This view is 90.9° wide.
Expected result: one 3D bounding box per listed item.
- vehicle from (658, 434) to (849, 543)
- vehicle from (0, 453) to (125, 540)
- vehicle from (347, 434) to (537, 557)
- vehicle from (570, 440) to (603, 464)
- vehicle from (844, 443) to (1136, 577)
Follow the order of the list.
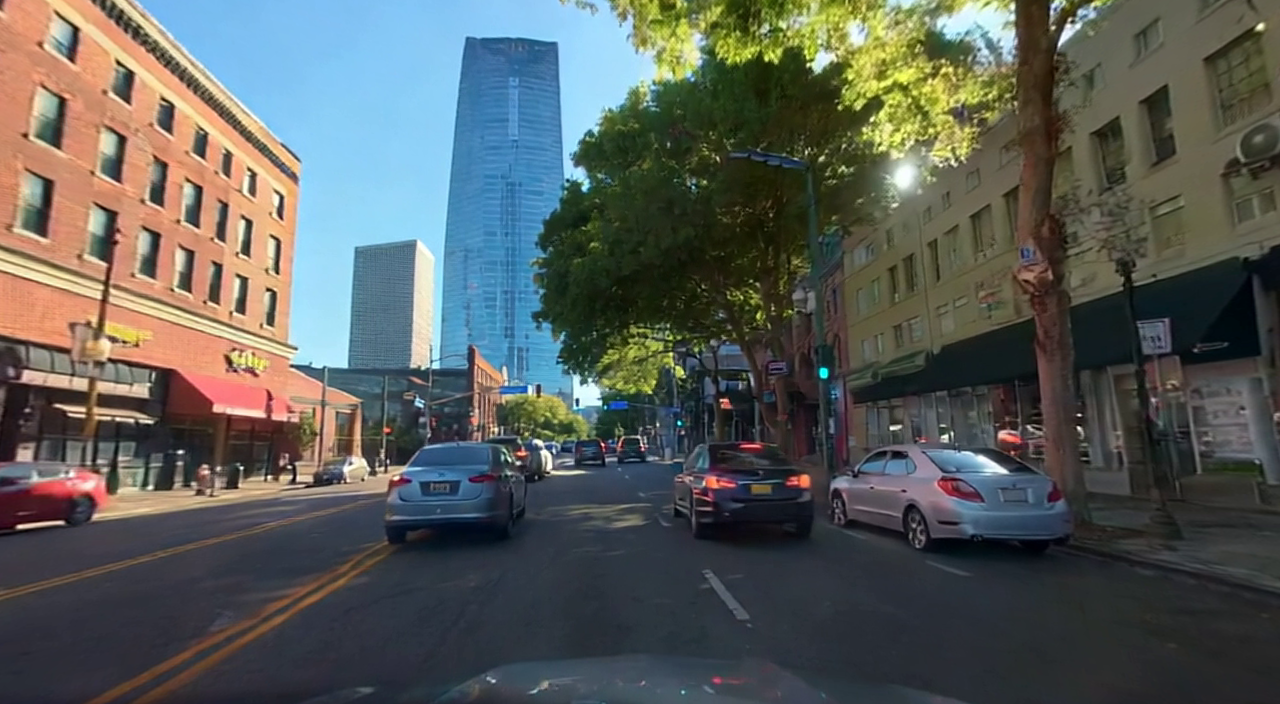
[{"bbox_3d":[1.635,2.206,10.951,2.150,1.464,4.467,1,-8,-5],"label":"vehicle"},{"bbox_3d":[-14.055,3.098,13.800,2.000,1.708,4.494,1,-8,-5],"label":"vehicle"},{"bbox_3d":[-2.837,2.053,9.915,2.169,1.427,4.531,2,-9,-12],"label":"vehicle"},{"bbox_3d":[-3.620,6.674,42.263,2.102,1.521,4.078,1,-8,-5],"label":"vehicle"},{"bbox_3d":[4.815,2.170,9.481,1.986,1.555,3.879,0,-8,-3],"label":"vehicle"}]
